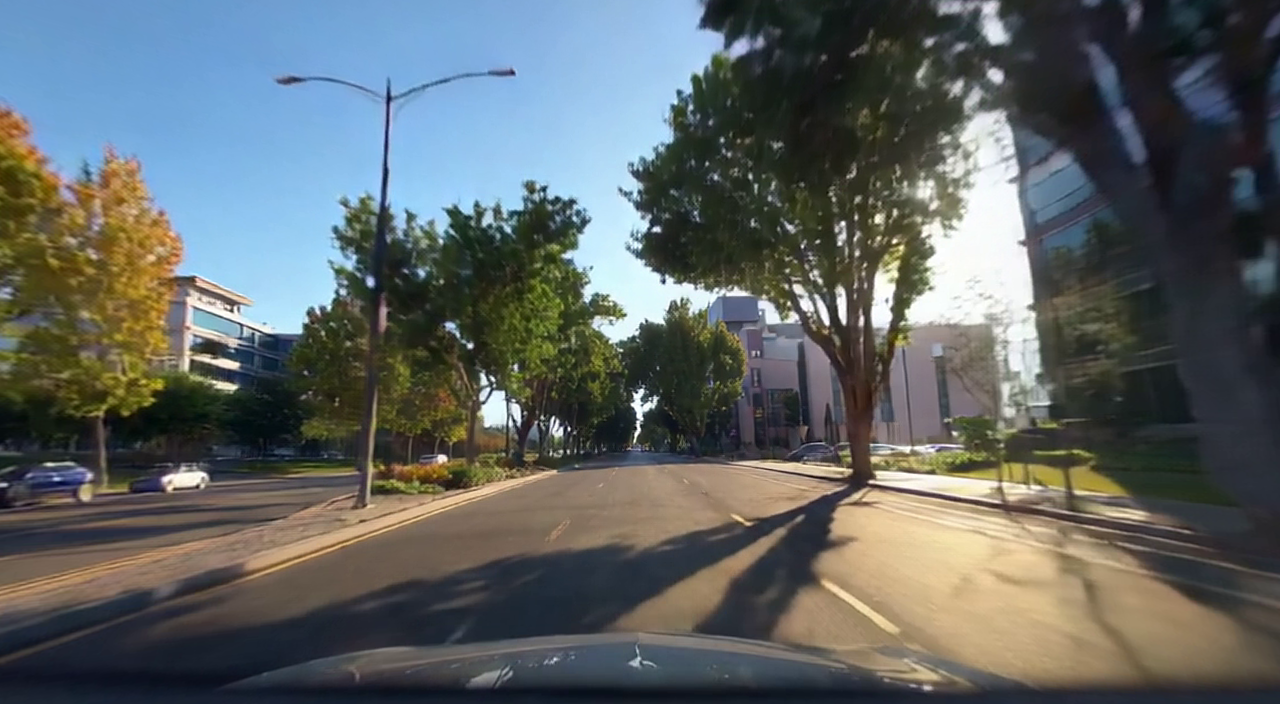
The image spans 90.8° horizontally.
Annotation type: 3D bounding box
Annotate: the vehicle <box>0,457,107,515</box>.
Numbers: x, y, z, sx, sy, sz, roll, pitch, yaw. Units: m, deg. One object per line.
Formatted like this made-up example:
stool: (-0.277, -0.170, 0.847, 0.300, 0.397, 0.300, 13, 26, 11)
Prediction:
vehicle: (-22.084, 4.696, 22.497, 2.043, 1.816, 4.776, 0, -8, 0)

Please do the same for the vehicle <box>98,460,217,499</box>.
vehicle: (-21.910, 5.788, 29.000, 1.841, 1.505, 4.664, 0, -8, -1)
